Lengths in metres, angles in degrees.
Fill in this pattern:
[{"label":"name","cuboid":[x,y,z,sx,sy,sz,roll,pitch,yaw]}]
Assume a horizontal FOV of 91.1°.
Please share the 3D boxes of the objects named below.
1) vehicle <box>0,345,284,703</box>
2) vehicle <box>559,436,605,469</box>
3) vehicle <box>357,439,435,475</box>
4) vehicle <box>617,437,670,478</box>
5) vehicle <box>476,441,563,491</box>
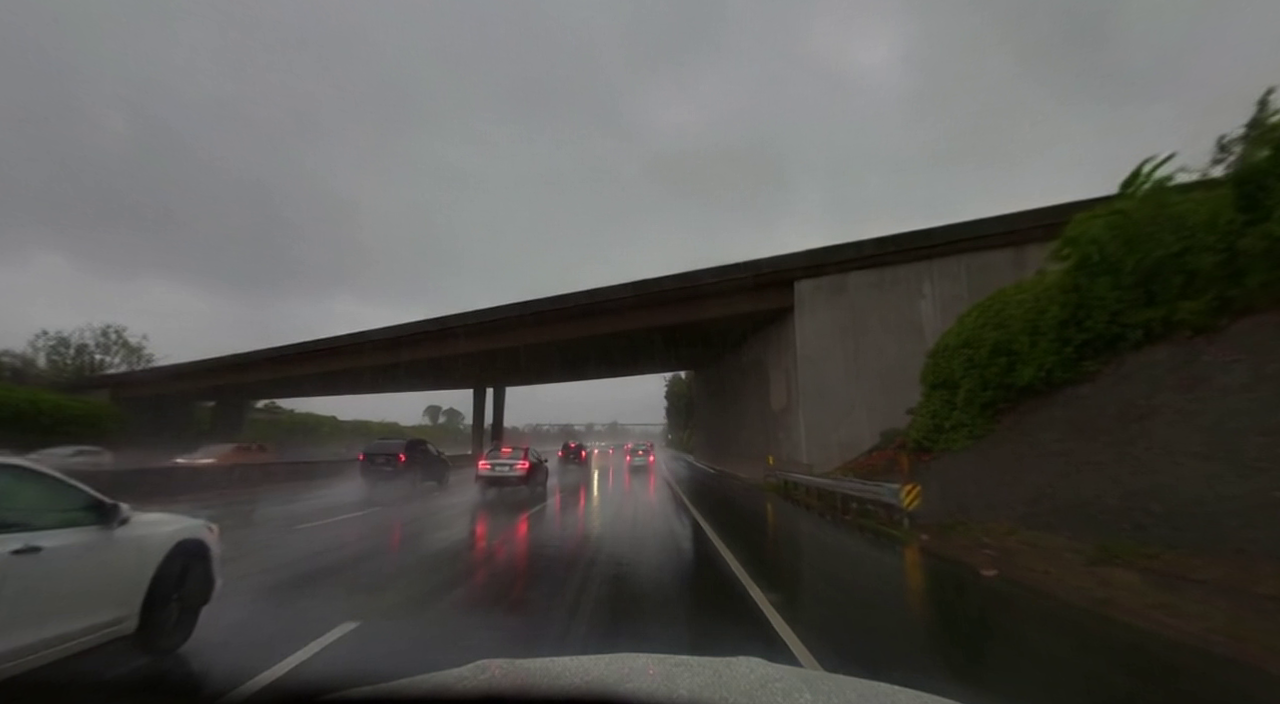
[{"label":"vehicle","cuboid":[-3.804,0.833,2.491,2.161,1.759,4.482,0,-8,-1]},{"label":"vehicle","cuboid":[-3.449,6.067,38.112,2.237,1.841,4.683,0,-8,1]},{"label":"vehicle","cuboid":[-11.745,5.068,30.579,1.954,1.640,4.339,0,-8,1]},{"label":"vehicle","cuboid":[0.149,4.673,28.191,2.160,1.678,4.178,0,-8,0]},{"label":"vehicle","cuboid":[-3.952,3.795,21.382,1.997,1.490,4.471,0,-8,1]}]
